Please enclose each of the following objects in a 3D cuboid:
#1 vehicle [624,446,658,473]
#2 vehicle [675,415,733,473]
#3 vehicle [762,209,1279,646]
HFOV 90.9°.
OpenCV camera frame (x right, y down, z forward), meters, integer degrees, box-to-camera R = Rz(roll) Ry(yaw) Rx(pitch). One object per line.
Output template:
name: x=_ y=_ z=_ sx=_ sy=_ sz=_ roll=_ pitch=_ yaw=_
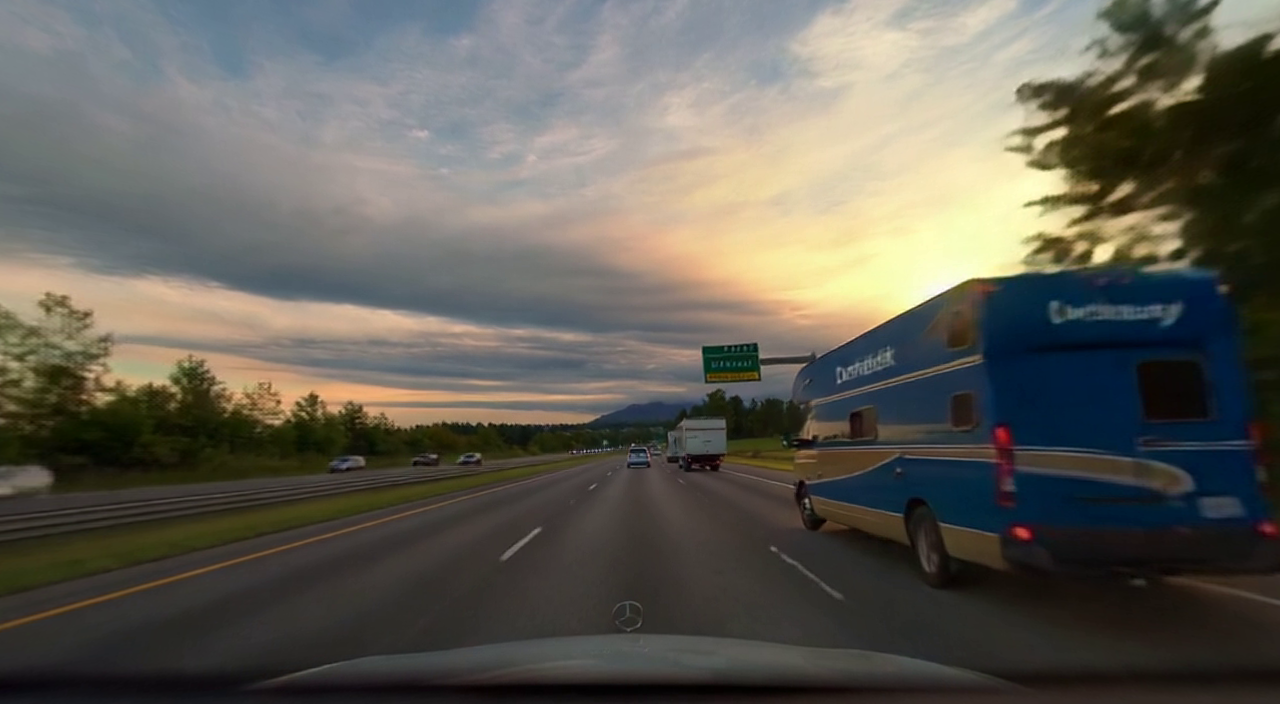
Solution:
vehicle: x=0.060 y=7.039 z=41.482 sx=2.151 sy=1.678 sz=3.923 roll=0 pitch=-9 yaw=0
vehicle: x=4.184 y=6.313 z=43.121 sx=2.931 sy=3.530 sz=8.760 roll=0 pitch=-9 yaw=-1
vehicle: x=3.732 y=1.020 z=8.003 sx=2.698 sy=3.001 sz=7.323 roll=0 pitch=-9 yaw=-1
